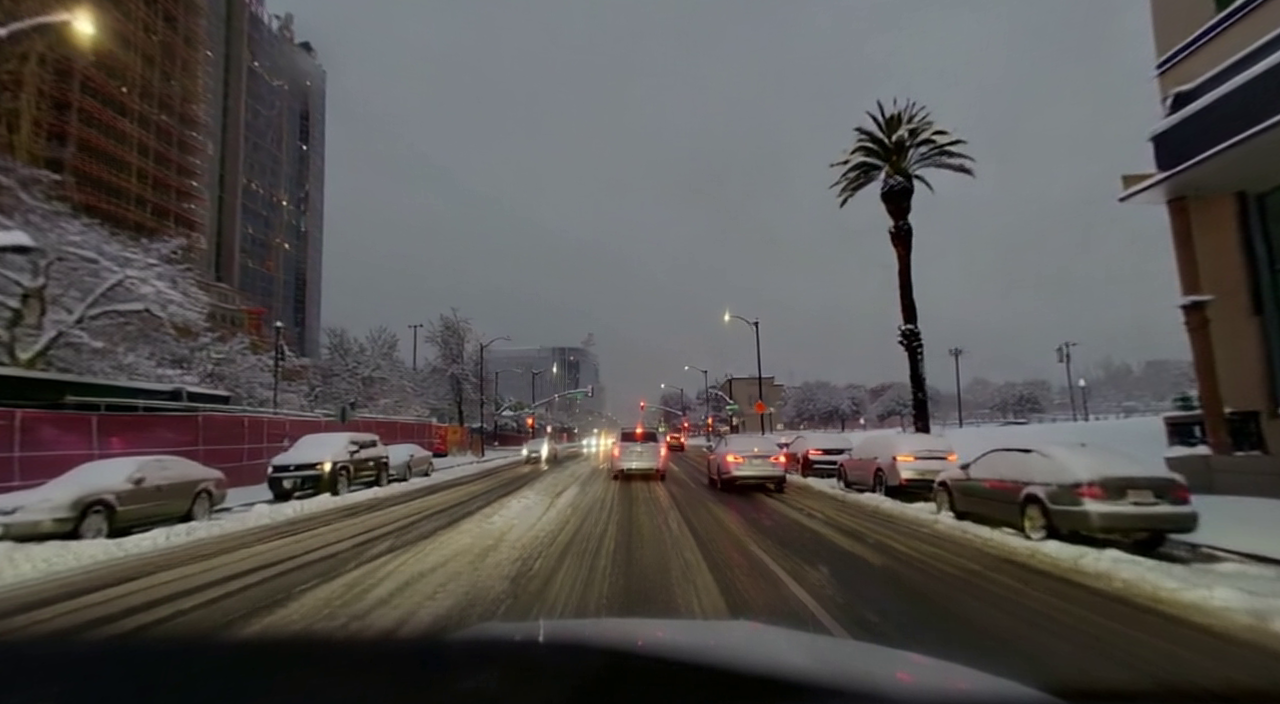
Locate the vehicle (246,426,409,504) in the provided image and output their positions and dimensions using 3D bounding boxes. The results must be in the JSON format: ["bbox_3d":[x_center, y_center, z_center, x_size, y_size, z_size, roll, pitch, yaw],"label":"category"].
[{"bbox_3d":[-10.031,3.747,21.003,2.294,1.948,6.025,-6,-10,0],"label":"vehicle"}]

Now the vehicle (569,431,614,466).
[{"bbox_3d":[-2.675,5.453,35.802,2.180,1.879,4.452,0,-8,0],"label":"vehicle"}]

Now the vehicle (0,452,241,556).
[{"bbox_3d":[-9.923,2.656,11.864,1.804,1.478,4.734,0,-8,-1],"label":"vehicle"}]

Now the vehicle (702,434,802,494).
[{"bbox_3d":[3.030,3.115,17.979,1.999,1.487,3.939,0,-8,-2],"label":"vehicle"}]

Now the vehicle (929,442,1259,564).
[{"bbox_3d":[6.445,2.128,9.781,1.819,1.435,4.337,0,-8,-1],"label":"vehicle"}]

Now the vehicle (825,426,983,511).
[{"bbox_3d":[6.313,2.829,15.804,1.886,1.792,4.525,0,-8,-1],"label":"vehicle"}]

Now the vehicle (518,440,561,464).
[{"bbox_3d":[-6.501,6.515,41.346,2.020,1.486,4.363,0,-8,0],"label":"vehicle"}]

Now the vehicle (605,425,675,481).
[{"bbox_3d":[-0.013,3.601,22.682,2.264,1.798,4.258,0,-8,0],"label":"vehicle"}]
